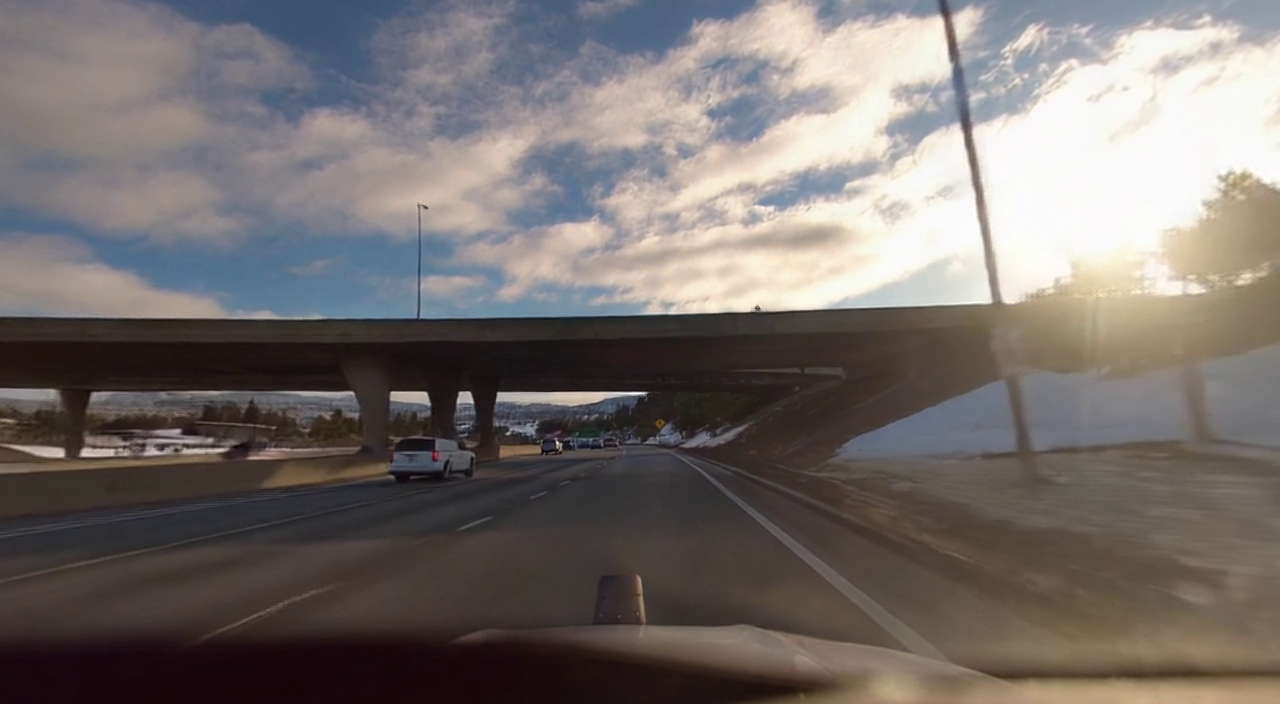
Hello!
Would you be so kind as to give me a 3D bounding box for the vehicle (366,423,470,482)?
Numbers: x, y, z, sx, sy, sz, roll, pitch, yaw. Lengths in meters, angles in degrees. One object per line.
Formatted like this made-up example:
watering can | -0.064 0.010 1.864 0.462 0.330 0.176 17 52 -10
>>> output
vehicle | -7.786 3.559 22.593 1.956 1.888 4.512 0 -8 2
